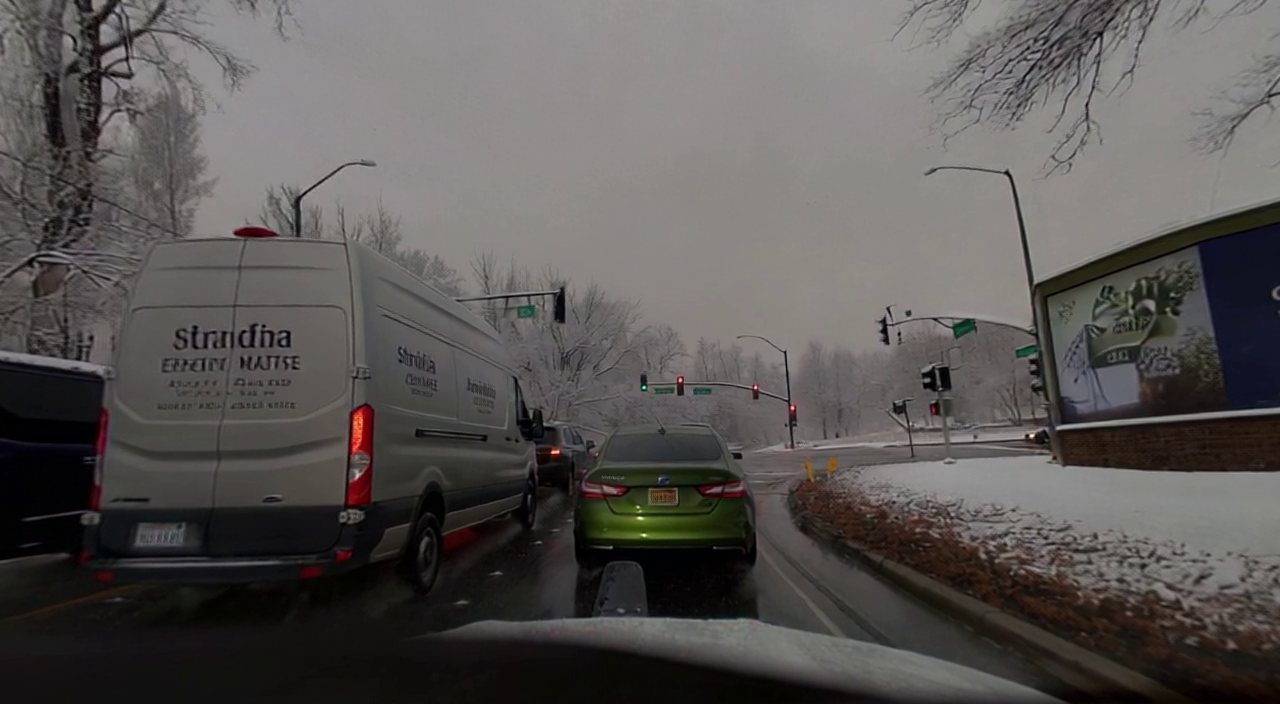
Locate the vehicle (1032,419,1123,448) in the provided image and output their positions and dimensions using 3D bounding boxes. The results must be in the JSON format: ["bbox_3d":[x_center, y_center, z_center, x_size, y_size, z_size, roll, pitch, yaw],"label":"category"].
[{"bbox_3d":[32.011,6.025,46.132,5.084,2.041,2.360,1,-9,-9],"label":"vehicle"}]

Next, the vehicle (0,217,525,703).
[{"bbox_3d":[-3.089,1.023,6.787,2.555,3.035,5.702,0,-8,0],"label":"vehicle"}]

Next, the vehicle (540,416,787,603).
[{"bbox_3d":[0.413,1.841,8.340,2.398,1.773,4.254,-1,-8,6],"label":"vehicle"}]

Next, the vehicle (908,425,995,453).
[{"bbox_3d":[21.958,6.157,44.463,5.021,1.848,2.210,1,-9,-9],"label":"vehicle"}]
